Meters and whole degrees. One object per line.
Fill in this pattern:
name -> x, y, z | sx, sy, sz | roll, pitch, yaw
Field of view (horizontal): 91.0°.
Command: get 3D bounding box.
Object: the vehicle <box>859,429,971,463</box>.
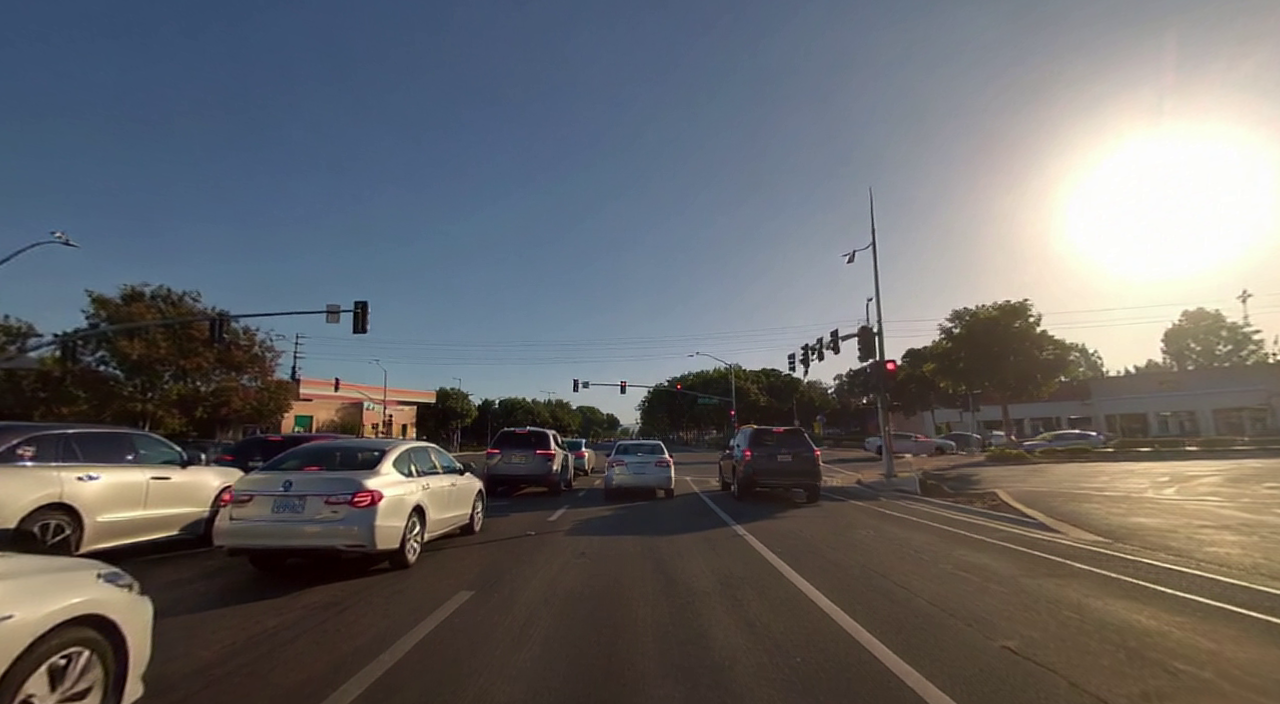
vehicle -> 15.724, 5.462, 36.299 | 5.504, 1.821, 2.173 | -3, -9, 13

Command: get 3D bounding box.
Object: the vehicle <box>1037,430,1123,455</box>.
vehicle -> 30.588, 6.347, 43.857 | 4.432, 1.680, 1.932 | 0, -9, 2

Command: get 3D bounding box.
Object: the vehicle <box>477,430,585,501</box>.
vehicle -> -2.825, 3.080, 17.360 | 2.072, 1.694, 4.070 | 0, -9, 2

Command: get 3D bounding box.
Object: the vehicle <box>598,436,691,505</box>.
vehicle -> 0.142, 2.913, 15.835 | 2.032, 1.499, 3.994 | 0, -9, 1

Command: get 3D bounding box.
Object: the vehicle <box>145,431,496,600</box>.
vehicle -> -3.335, 1.785, 7.810 | 2.014, 1.472, 4.357 | 0, -9, 1

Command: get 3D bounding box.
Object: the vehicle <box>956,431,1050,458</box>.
vehicle -> 23.353, 5.974, 40.673 | 4.781, 1.700, 1.986 | 0, -9, 1

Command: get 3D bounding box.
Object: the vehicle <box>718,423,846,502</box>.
vehicle -> 3.348, 2.734, 15.871 | 2.076, 1.691, 4.402 | 0, -9, -2

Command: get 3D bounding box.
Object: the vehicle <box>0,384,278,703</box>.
vehicle -> -3.077, 0.698, 0.816 | 2.249, 1.517, 4.951 | 0, -9, 0
